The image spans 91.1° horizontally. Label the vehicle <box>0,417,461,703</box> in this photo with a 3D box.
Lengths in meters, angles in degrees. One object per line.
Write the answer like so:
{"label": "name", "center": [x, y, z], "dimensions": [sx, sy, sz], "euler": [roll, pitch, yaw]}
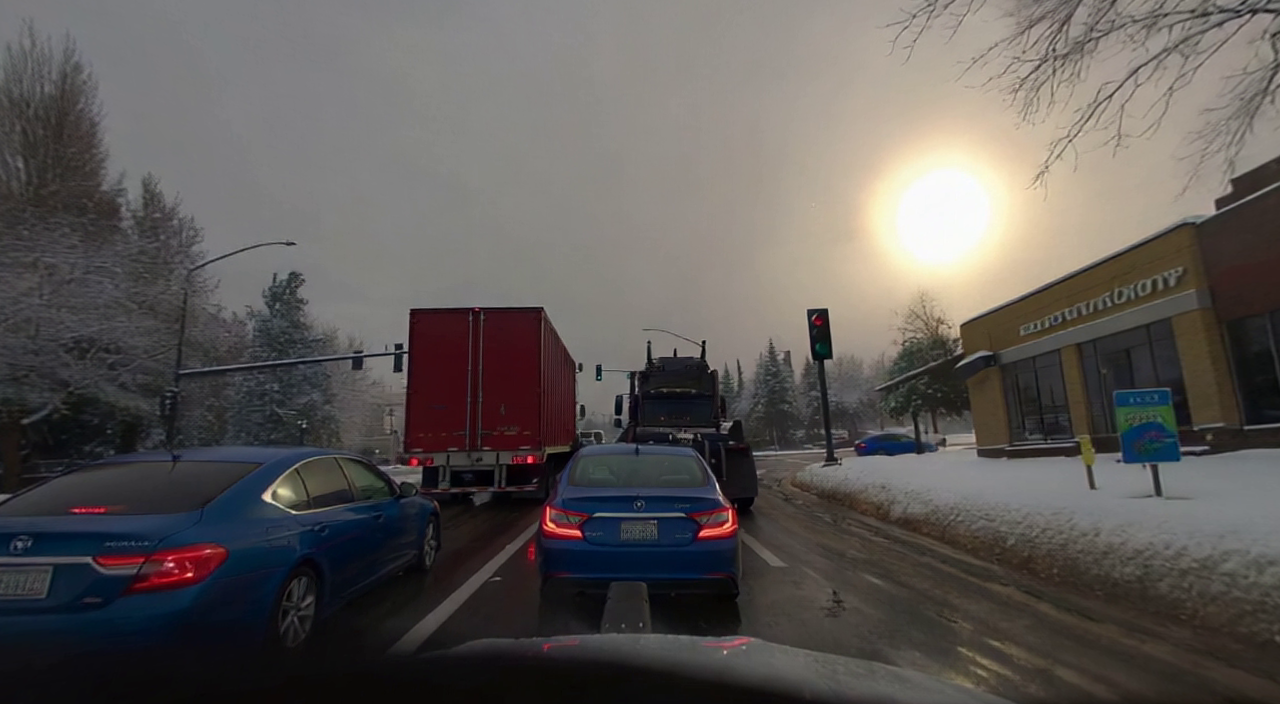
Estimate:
{"label": "vehicle", "center": [-3.094, 1.373, 5.166], "dimensions": [1.969, 1.471, 4.378], "euler": [0, -8, 0]}

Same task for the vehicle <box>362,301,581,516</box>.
{"label": "vehicle", "center": [-3.263, 1.478, 14.631], "dimensions": [3.020, 3.800, 7.105], "euler": [0, -8, 0]}

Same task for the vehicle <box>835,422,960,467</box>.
{"label": "vehicle", "center": [11.523, 4.166, 28.258], "dimensions": [4.681, 1.713, 1.969], "euler": [-2, -9, -10]}

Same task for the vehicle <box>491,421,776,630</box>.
{"label": "vehicle", "center": [-0.108, 1.571, 6.706], "dimensions": [2.067, 1.506, 4.118], "euler": [0, -8, -2]}
